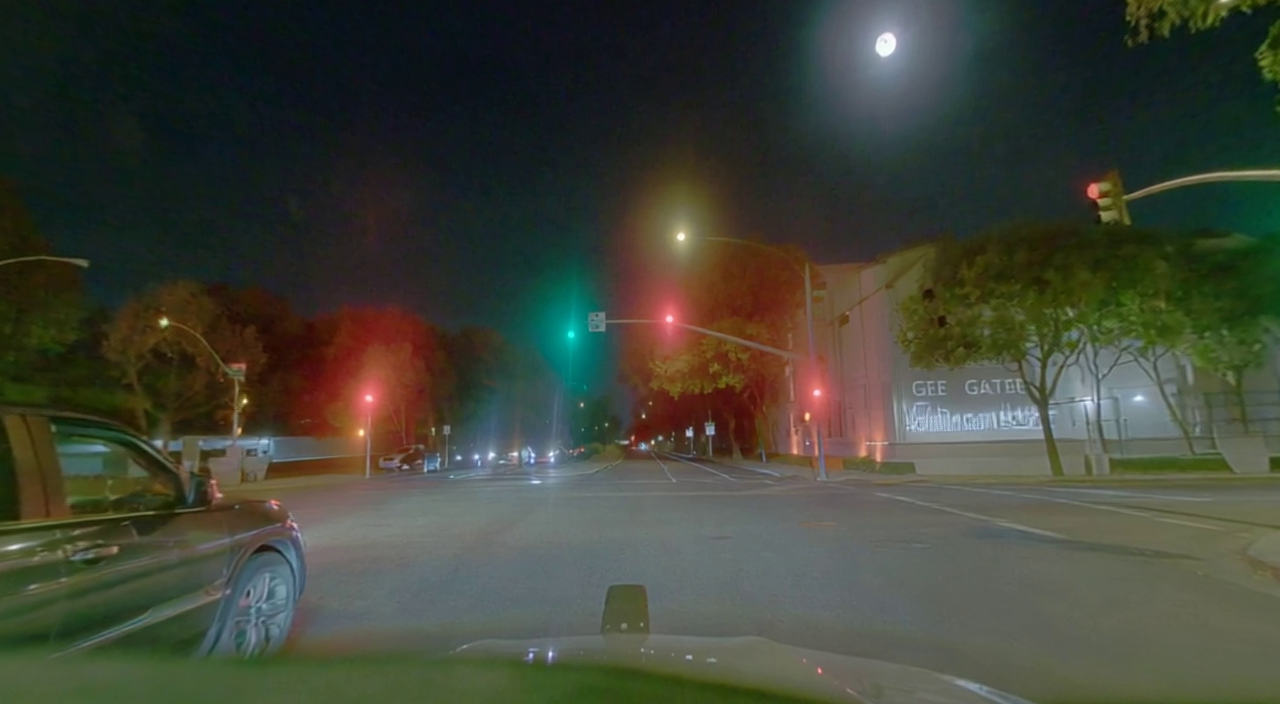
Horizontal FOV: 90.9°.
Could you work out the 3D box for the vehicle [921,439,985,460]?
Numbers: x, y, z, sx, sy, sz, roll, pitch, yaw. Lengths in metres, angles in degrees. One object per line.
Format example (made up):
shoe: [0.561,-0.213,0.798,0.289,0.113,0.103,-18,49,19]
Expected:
vehicle: [21.502,6.695,43.346,3.576,1.425,1.702,2,-9,-12]

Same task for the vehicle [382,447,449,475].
vehicle: [-13.003,6.329,36.850,2.011,1.480,4.747,0,-8,3]

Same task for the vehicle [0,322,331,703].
vehicle: [-3.492,0.841,2.803,2.000,1.789,4.638,0,-8,-2]

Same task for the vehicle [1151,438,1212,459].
vehicle: [41.098,7.335,47.919,1.767,1.456,4.191,-4,-10,15]

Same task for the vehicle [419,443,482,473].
vehicle: [-10.633,5.974,35.700,2.041,1.548,4.868,0,-8,0]

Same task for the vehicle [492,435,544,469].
vehicle: [-7.166,5.915,37.468,2.081,1.818,4.782,0,-8,1]

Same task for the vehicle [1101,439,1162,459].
vehicle: [38.494,7.588,49.484,1.837,1.514,4.786,-2,-9,13]
